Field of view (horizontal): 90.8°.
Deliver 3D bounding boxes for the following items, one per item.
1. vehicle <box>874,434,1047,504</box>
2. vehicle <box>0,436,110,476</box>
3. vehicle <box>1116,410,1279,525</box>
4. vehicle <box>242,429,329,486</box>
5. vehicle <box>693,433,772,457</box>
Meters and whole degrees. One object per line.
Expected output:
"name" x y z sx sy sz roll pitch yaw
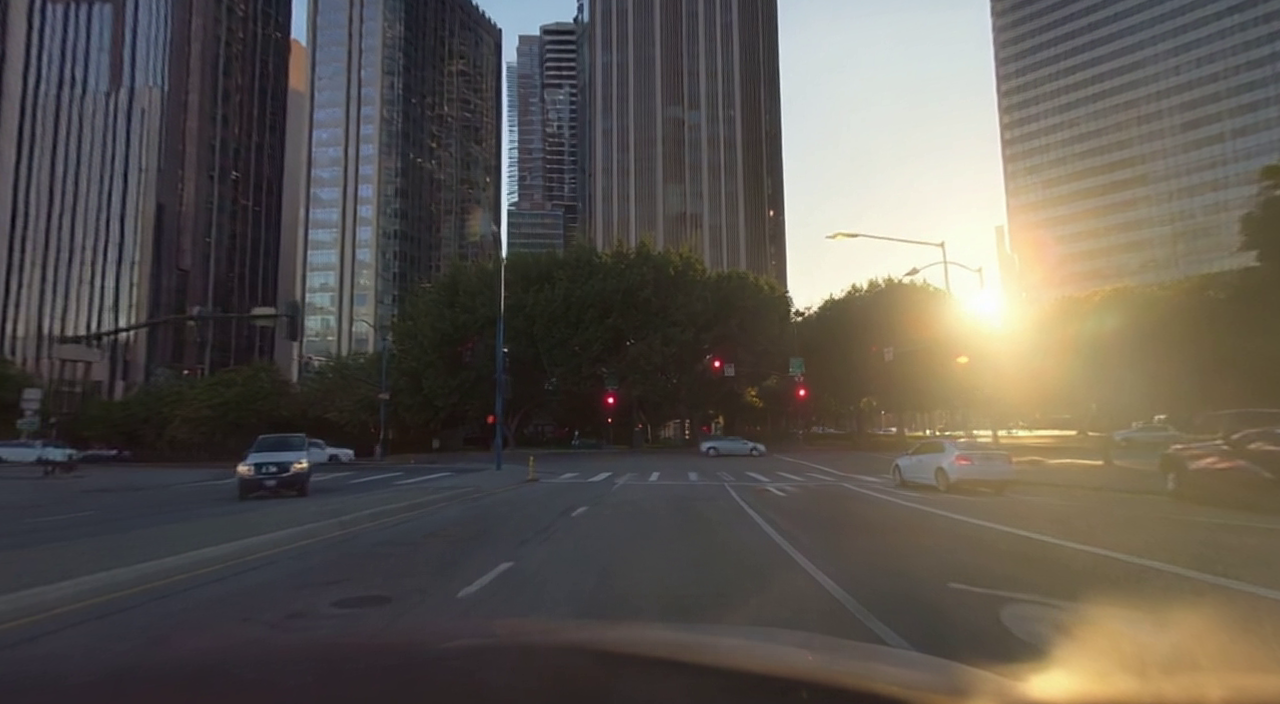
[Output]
"vehicle" 7.848 2.897 16.159 1.936 1.489 4.885 -1 -8 1
"vehicle" -31.435 5.415 32.873 5.659 1.967 2.149 0 -8 -1
"vehicle" 11.222 1.974 10.982 2.027 1.810 4.854 0 -9 -1
"vehicle" -13.532 3.945 23.963 2.125 1.910 4.779 6 -11 -36
"vehicle" 5.850 5.960 40.402 4.762 1.420 1.814 0 -9 0
